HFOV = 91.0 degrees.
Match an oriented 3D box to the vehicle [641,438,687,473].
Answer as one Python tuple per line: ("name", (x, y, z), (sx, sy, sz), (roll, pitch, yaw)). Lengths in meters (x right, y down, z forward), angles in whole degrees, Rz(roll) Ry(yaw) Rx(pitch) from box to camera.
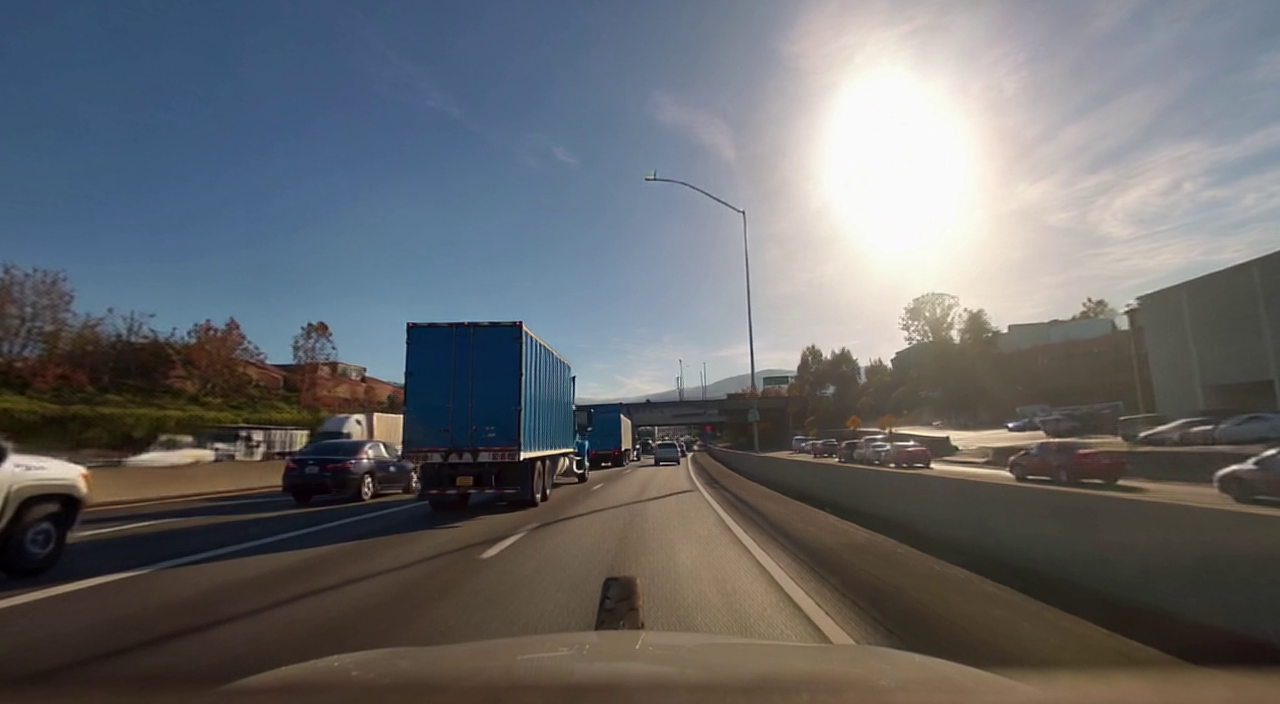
("vehicle", (1.230, 5.208, 31.958), (2.178, 1.640, 4.071), (-1, -9, 3))

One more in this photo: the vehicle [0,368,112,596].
("vehicle", (-6.736, 0.913, 4.005), (2.323, 1.959, 5.038), (0, -9, 0))

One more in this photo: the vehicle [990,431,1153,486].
("vehicle", (14.286, 3.559, 21.307), (2.237, 1.656, 4.676), (0, -9, 1))

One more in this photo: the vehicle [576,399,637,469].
("vehicle", (-1.923, 5.366, 40.514), (3.073, 3.894, 9.782), (-1, -9, 2))

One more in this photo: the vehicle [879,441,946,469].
("vehicle", (15.187, 5.757, 35.389), (1.859, 1.452, 4.749), (-1, -9, 4))

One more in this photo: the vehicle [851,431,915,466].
("vehicle", (15.684, 6.289, 41.095), (2.241, 2.052, 5.864), (-1, -9, 5))

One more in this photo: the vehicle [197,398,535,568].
("vehicle", (-3.271, 1.664, 8.588), (2.896, 1.779, 3.441), (0, -9, 3))
